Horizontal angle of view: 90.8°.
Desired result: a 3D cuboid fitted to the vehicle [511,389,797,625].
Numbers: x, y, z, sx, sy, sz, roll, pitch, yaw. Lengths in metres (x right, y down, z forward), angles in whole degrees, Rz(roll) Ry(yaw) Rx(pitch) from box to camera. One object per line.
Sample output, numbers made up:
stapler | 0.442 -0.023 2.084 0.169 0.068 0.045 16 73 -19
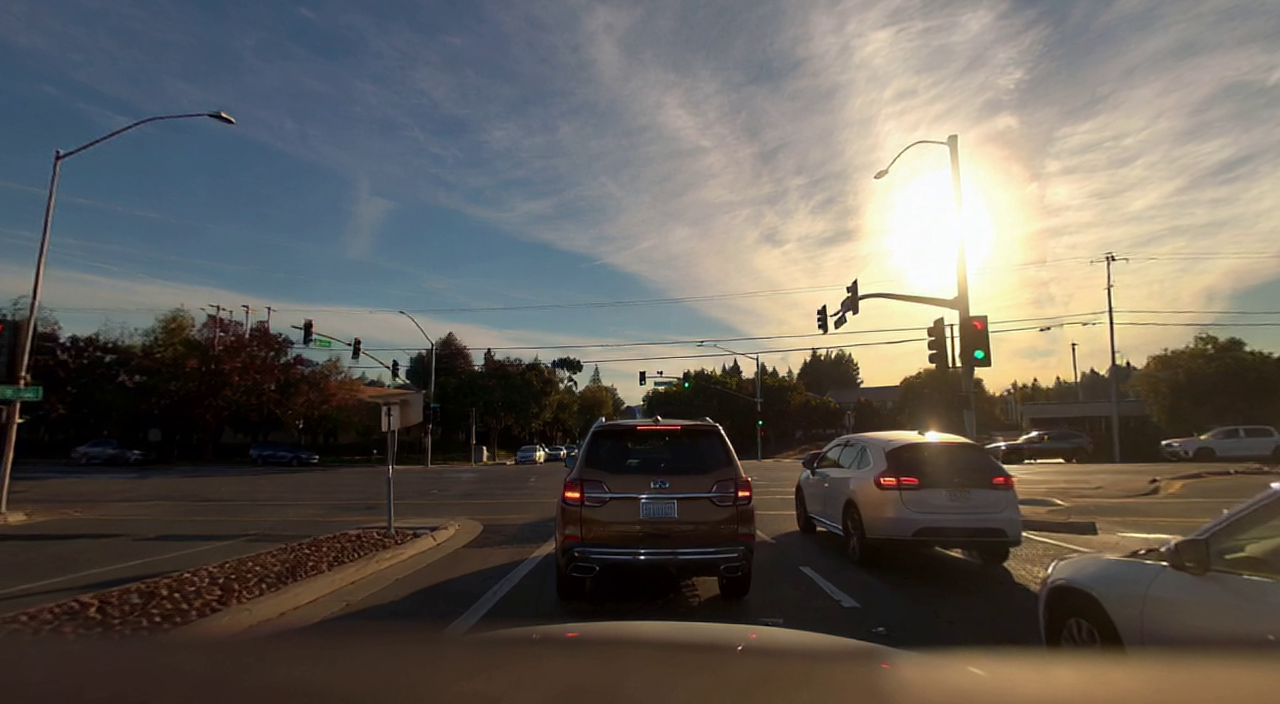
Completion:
vehicle | 0.106 1.508 7.133 2.170 1.793 4.468 0 -8 0

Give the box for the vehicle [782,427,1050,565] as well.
vehicle | 3.515 1.894 9.102 1.861 1.495 4.215 0 -8 -1

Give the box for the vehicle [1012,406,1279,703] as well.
vehicle | 3.150 0.818 1.445 1.924 1.466 4.461 0 -8 1
